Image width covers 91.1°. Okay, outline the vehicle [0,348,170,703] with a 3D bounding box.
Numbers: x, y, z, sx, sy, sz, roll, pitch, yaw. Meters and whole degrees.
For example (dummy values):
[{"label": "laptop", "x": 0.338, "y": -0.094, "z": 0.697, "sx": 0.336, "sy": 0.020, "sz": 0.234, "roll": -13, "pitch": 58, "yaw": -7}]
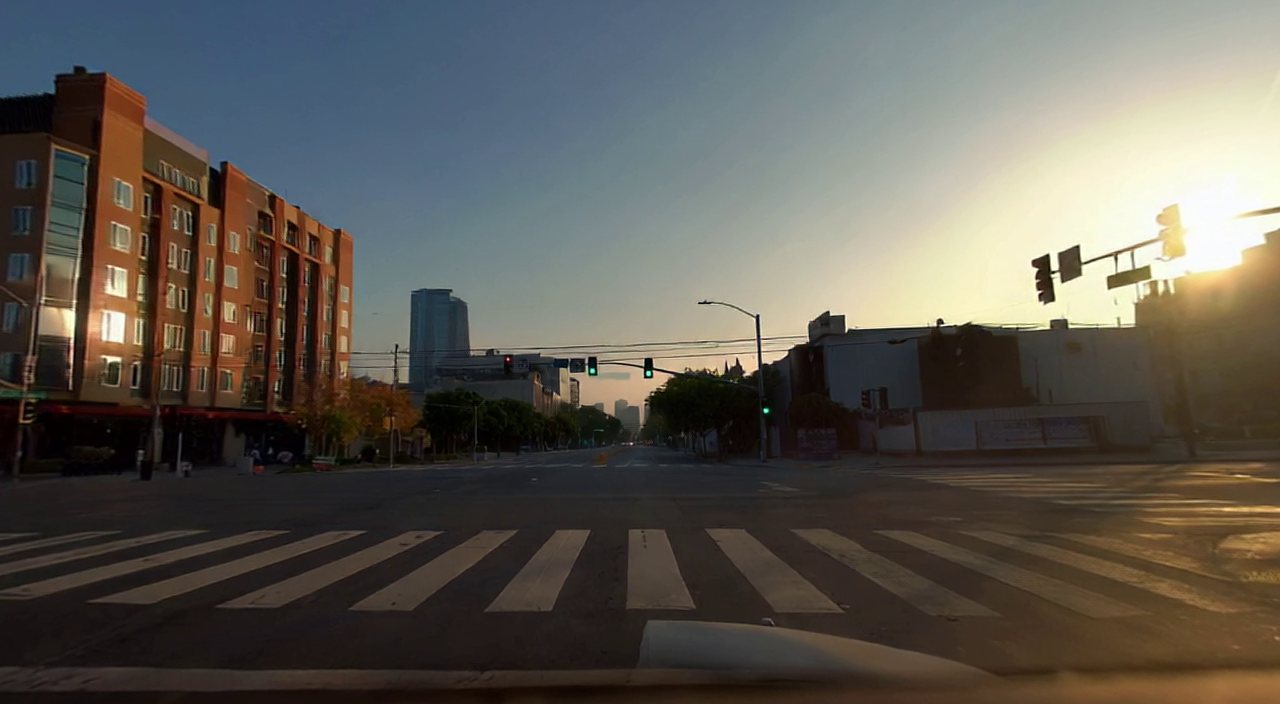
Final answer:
[{"label": "vehicle", "x": -3.631, "y": 0.620, "z": 1.059, "sx": 2.109, "sy": 1.692, "sz": 4.587, "roll": 0, "pitch": -8, "yaw": 0}]
